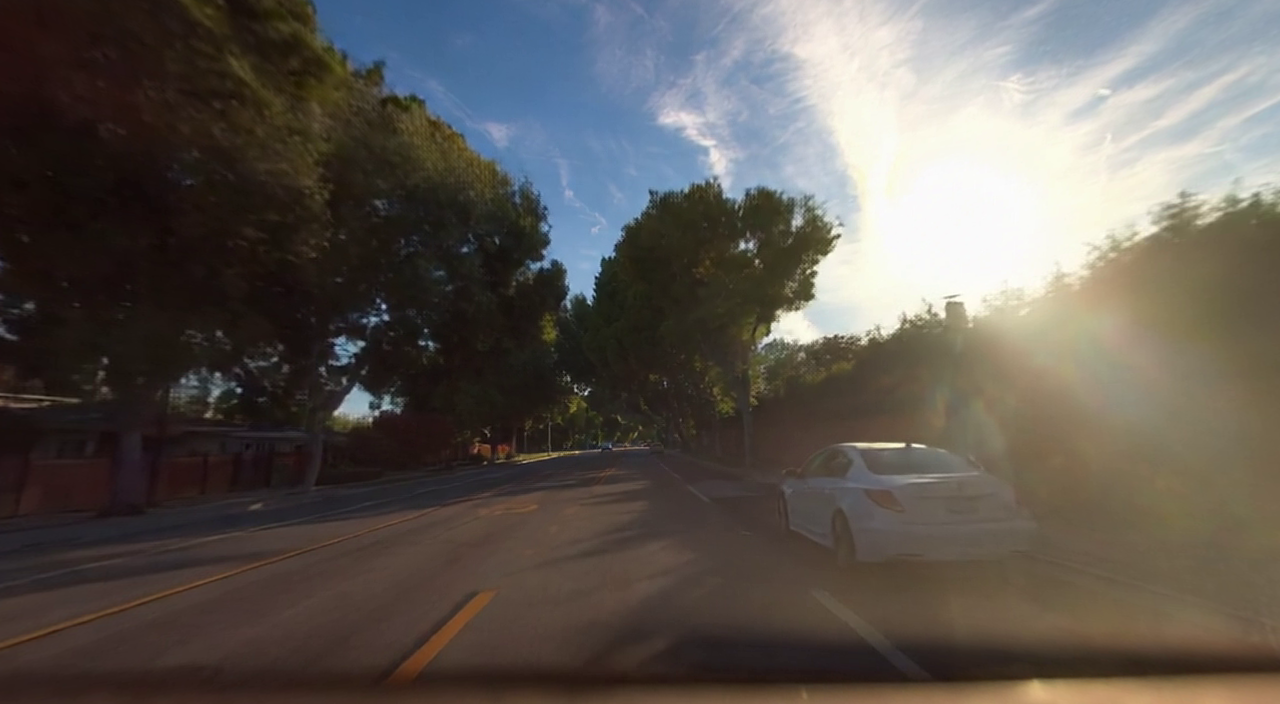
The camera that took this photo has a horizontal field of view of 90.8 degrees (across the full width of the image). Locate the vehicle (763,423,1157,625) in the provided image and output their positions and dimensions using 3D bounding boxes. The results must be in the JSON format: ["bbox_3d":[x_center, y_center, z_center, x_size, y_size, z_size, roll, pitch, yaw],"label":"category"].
[{"bbox_3d":[2.795,1.594,6.828,1.991,1.476,4.153,1,-9,-1],"label":"vehicle"}]
